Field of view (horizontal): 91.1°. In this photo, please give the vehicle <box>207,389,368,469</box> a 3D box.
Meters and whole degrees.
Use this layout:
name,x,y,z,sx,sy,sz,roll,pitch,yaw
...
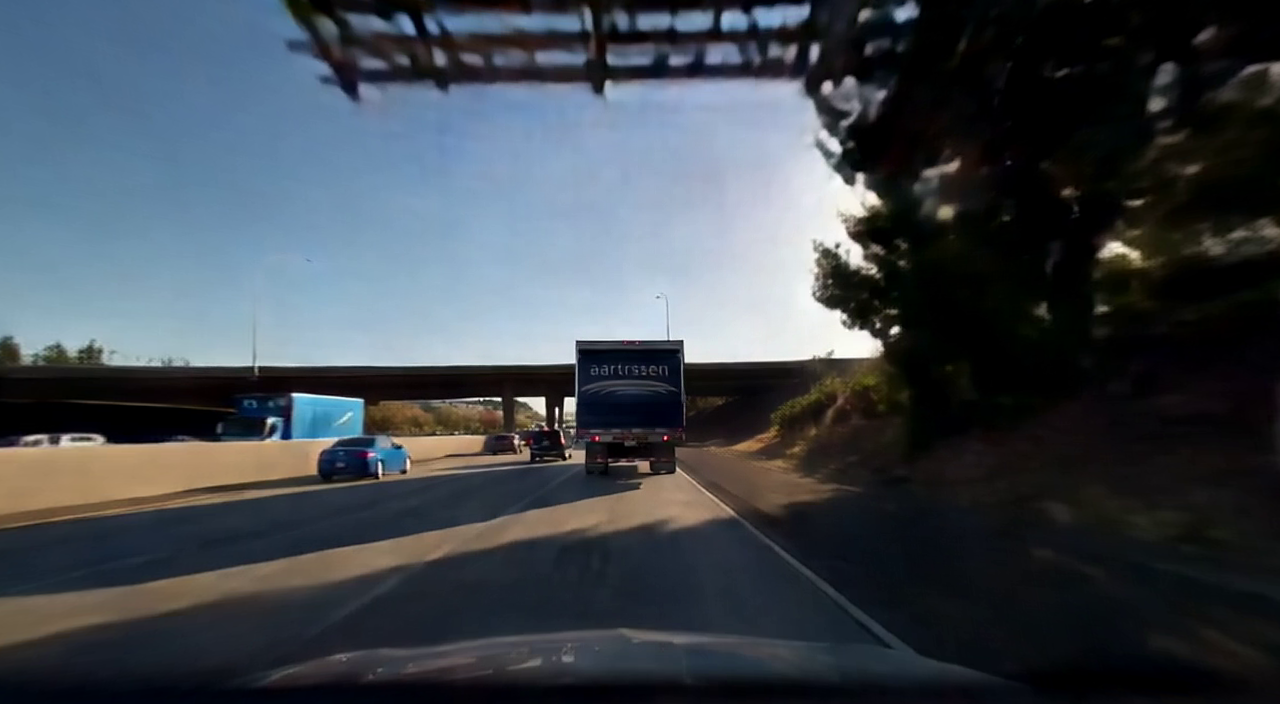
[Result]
name,x,y,z,sx,sy,sz,roll,pitch,yaw
vehicle,-19.789,4.530,36.553,3.034,3.950,10.763,0,-8,0

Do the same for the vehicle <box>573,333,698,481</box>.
name,x,y,z,sx,sy,sz,roll,pitch,yaw
vehicle,-0.189,2.215,22.827,3.442,4.106,10.719,0,-8,-1

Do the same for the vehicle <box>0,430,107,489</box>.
name,x,y,z,sx,sy,sz,roll,pitch,yaw
vehicle,-23.391,3.971,23.518,2.265,2.029,5.280,0,-8,-1

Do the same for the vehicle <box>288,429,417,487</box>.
name,x,y,z,sx,sy,sz,roll,pitch,yaw
vehicle,-8.266,3.058,18.556,1.940,1.488,3.976,0,-8,0

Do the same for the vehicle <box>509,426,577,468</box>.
name,x,y,z,sx,sy,sz,roll,pitch,yaw
vehicle,-4.159,4.156,27.832,2.168,1.671,4.888,0,-8,1

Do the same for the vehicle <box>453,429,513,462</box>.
name,x,y,z,sx,sy,sz,roll,pitch,yaw
vehicle,-8.041,4.836,32.610,1.981,1.574,4.561,0,-8,0
